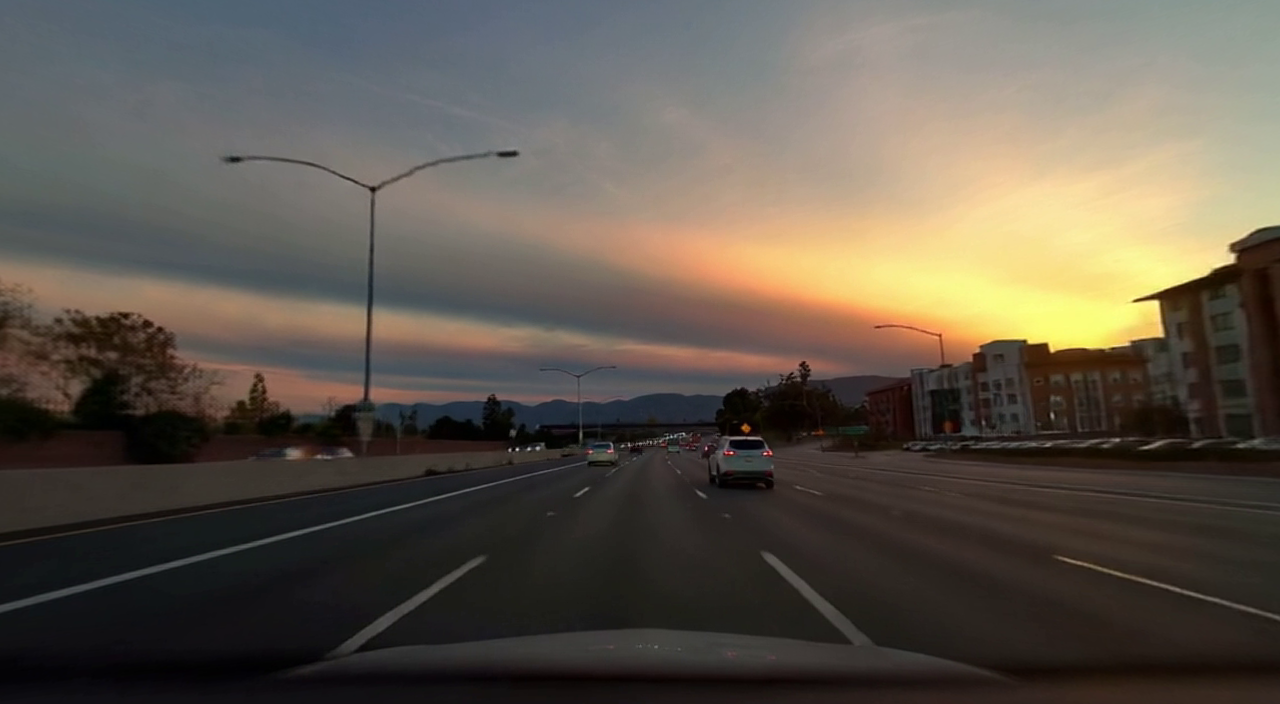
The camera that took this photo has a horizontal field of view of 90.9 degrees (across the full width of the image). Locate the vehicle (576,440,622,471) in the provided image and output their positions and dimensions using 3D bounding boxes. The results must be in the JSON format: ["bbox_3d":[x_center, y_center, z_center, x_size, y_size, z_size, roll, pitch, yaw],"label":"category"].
[{"bbox_3d":[-2.178,5.721,35.064,2.080,1.542,4.718,-1,-8,2],"label":"vehicle"}]

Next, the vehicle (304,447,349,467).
[{"bbox_3d":[-24.668,8.233,49.727,1.470,1.318,3.856,-6,-8,1],"label":"vehicle"}]

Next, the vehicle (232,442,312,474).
[{"bbox_3d":[-18.913,5.439,32.574,1.769,1.500,3.696,-1,-8,3],"label":"vehicle"}]

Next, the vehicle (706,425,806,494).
[{"bbox_3d":[3.402,3.266,19.559,2.148,1.852,4.835,0,-8,0],"label":"vehicle"}]
